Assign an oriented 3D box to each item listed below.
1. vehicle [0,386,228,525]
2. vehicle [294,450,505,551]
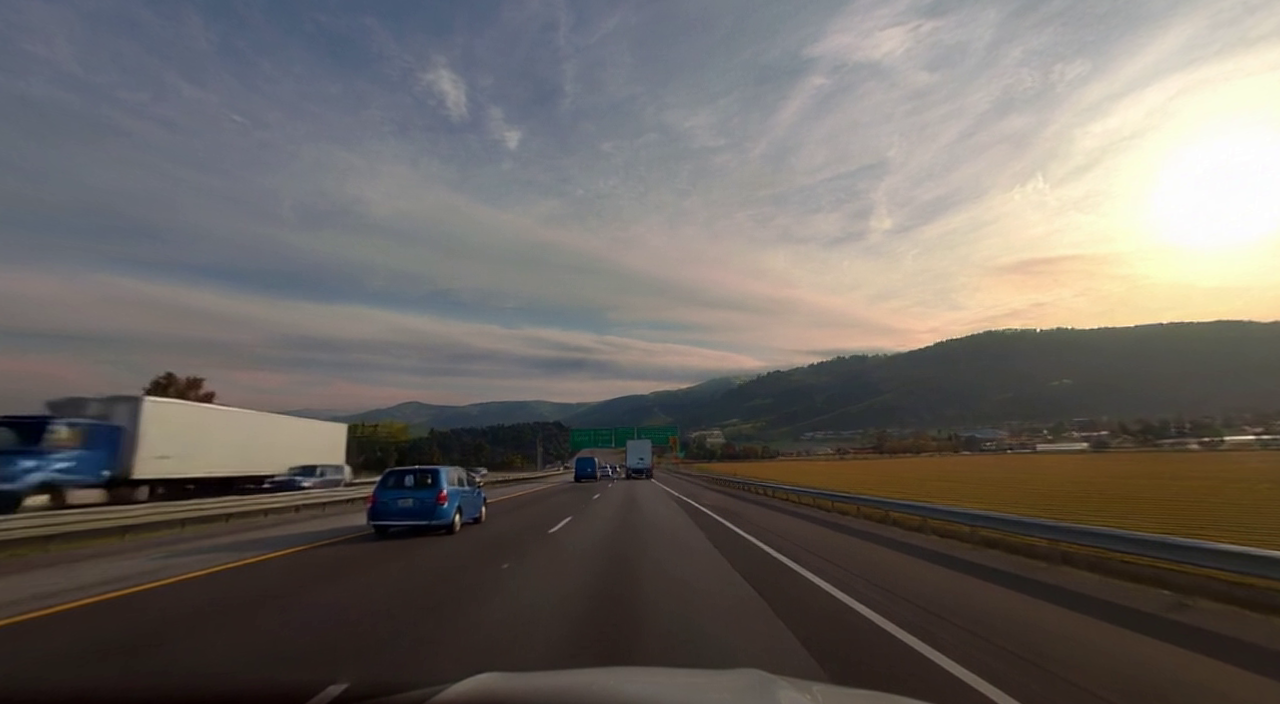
[{"bbox_3d":[-16.948,3.374,20.355,2.950,3.771,5.944,1,-10,0],"label":"vehicle"},{"bbox_3d":[-4.108,2.652,11.803,2.090,1.462,4.603,1,-10,0],"label":"vehicle"}]
